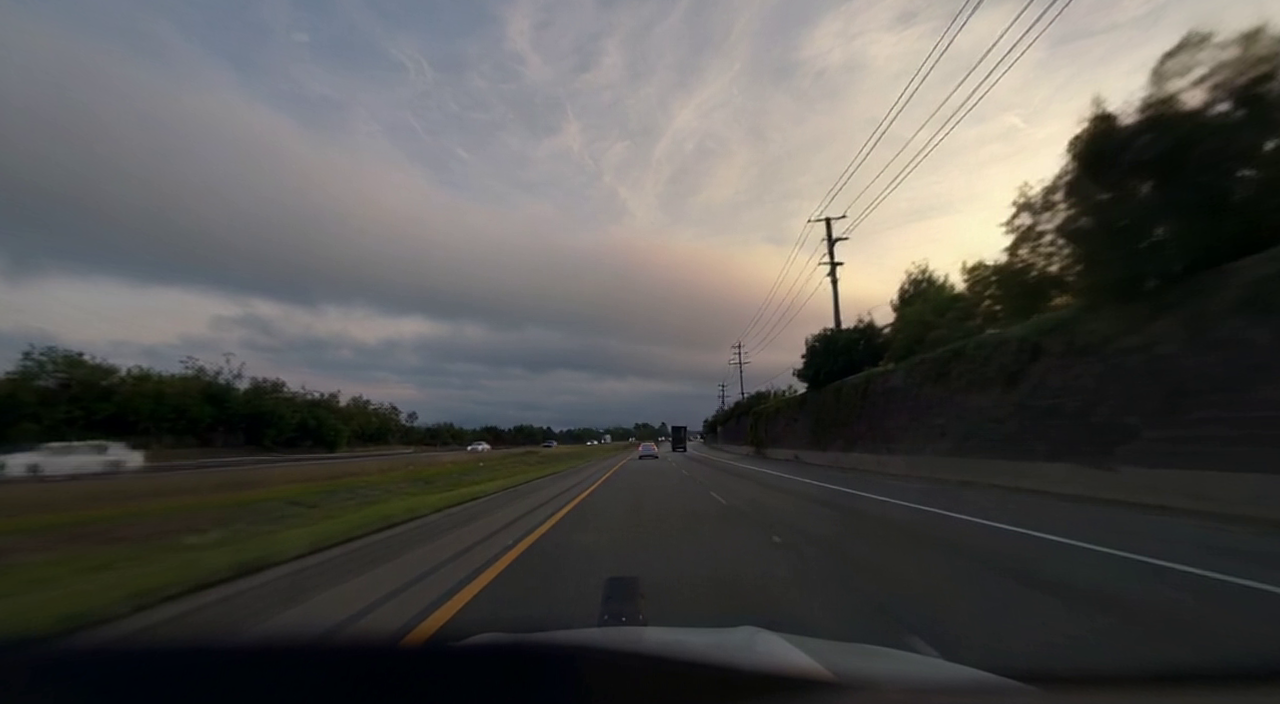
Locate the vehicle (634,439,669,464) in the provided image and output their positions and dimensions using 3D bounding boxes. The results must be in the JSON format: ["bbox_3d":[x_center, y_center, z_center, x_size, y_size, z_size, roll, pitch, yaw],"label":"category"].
[{"bbox_3d":[0.781,6.734,42.914,2.192,1.556,4.132,-1,-8,1],"label":"vehicle"}]

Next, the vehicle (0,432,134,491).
[{"bbox_3d":[-21.435,3.924,22.852,2.039,1.874,4.958,-1,-8,0],"label":"vehicle"}]
